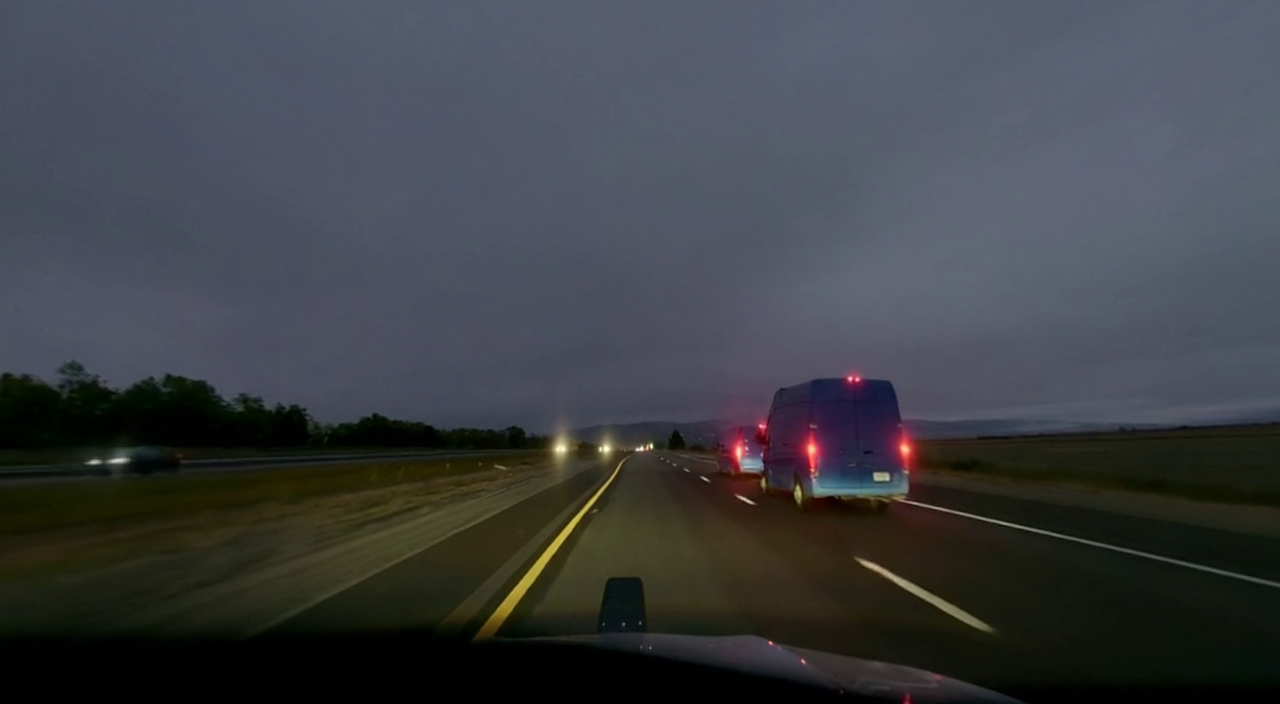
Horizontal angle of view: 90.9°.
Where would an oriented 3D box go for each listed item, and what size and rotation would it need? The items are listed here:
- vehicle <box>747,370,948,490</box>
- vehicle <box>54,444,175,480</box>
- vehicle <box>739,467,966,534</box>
[{"bbox_3d":[4.062,1.751,13.757,2.444,2.053,5.616,0,-8,0],"label":"vehicle"},{"bbox_3d":[-32.732,6.847,39.612,2.429,2.024,5.989,0,-8,0],"label":"vehicle"},{"bbox_3d":[4.008,3.032,13.586,2.702,0.824,6.391,0,-8,0],"label":"vehicle"}]
